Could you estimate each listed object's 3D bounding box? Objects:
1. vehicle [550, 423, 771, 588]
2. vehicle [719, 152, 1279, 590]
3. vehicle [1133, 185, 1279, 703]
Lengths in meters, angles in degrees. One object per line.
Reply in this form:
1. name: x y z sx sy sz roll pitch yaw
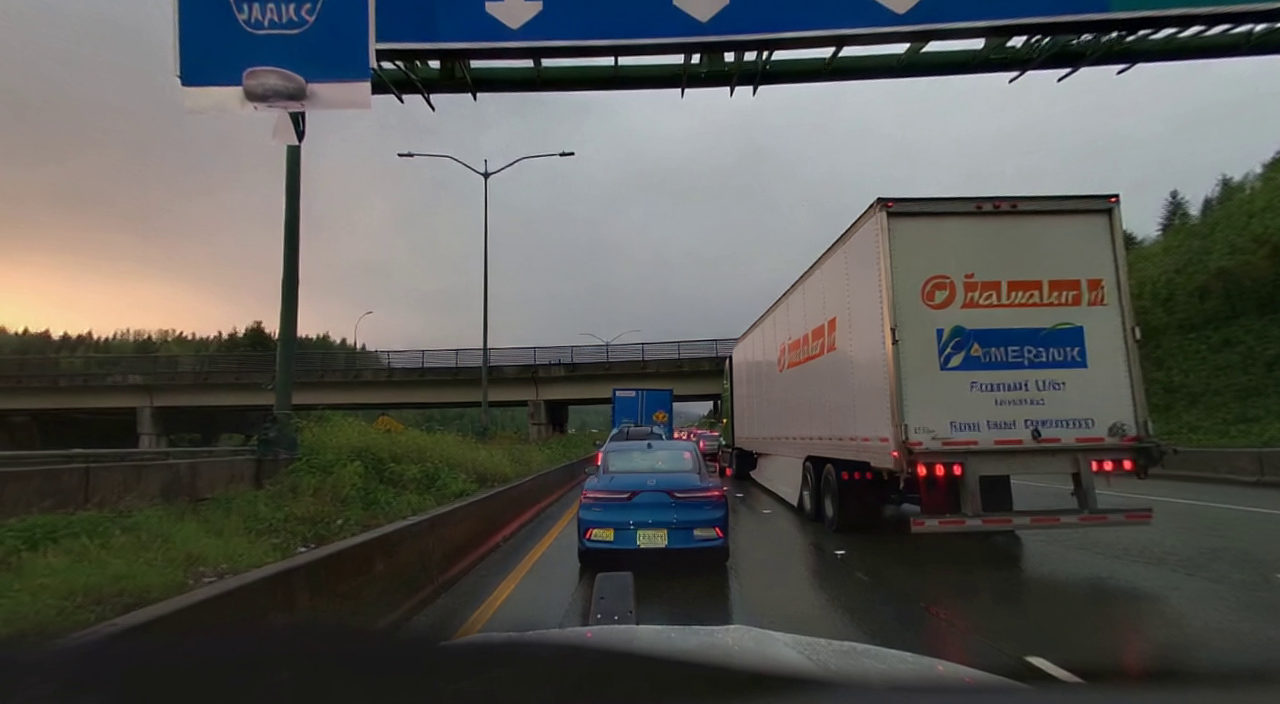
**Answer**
1. vehicle: 0.174 1.682 7.700 2.045 1.490 3.597 -1 -8 0
2. vehicle: 4.184 1.073 12.959 2.827 4.081 14.305 0 -8 -2
3. vehicle: 4.734 0.109 0.631 2.892 2.615 6.650 0 -8 -2
